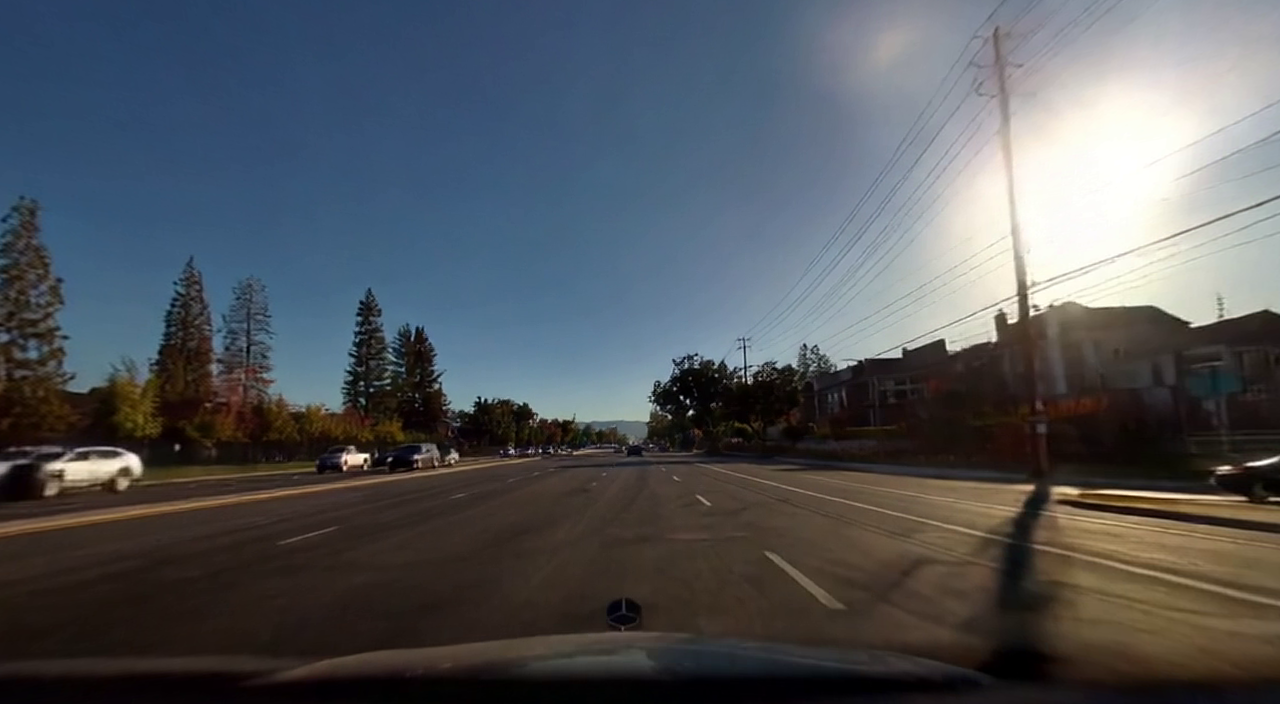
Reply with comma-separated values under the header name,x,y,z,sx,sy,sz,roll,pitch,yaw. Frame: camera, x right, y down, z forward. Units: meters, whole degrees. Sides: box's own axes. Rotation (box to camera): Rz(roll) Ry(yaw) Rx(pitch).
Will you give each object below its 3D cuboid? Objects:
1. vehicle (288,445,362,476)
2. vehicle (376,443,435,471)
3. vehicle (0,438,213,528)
name,x,y,z,sx,sy,sz,roll,pitch,yaw
vehicle,-18.552,6.370,37.492,2.132,1.690,4.544,0,-8,-1
vehicle,-15.175,6.794,41.181,2.169,1.700,4.450,0,-8,0
vehicle,-11.704,2.703,13.672,1.912,1.509,4.425,-4,-7,-1
